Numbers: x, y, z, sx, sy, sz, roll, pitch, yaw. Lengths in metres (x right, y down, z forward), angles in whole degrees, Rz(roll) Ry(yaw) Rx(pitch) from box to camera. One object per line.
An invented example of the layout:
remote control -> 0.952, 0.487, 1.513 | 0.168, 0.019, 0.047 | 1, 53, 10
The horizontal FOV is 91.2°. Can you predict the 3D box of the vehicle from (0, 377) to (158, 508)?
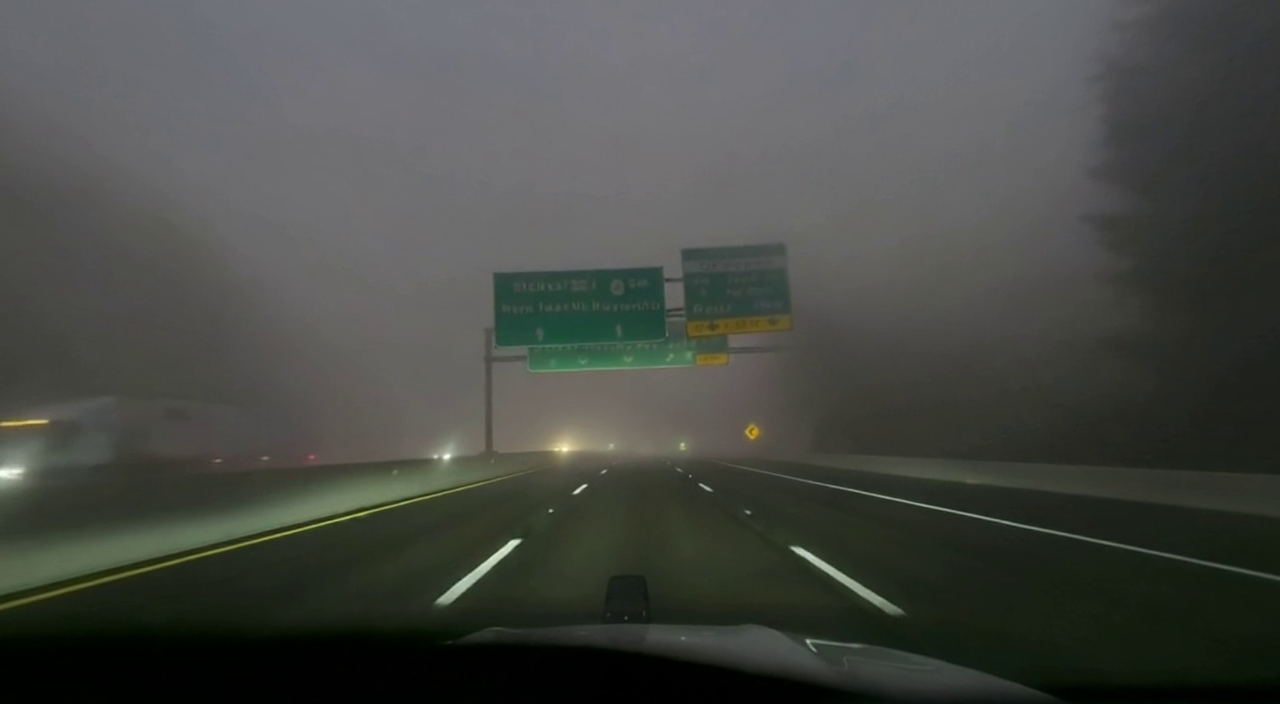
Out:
vehicle -> -20.531, 3.108, 21.500 | 2.951, 3.866, 6.101 | 0, -8, 0
